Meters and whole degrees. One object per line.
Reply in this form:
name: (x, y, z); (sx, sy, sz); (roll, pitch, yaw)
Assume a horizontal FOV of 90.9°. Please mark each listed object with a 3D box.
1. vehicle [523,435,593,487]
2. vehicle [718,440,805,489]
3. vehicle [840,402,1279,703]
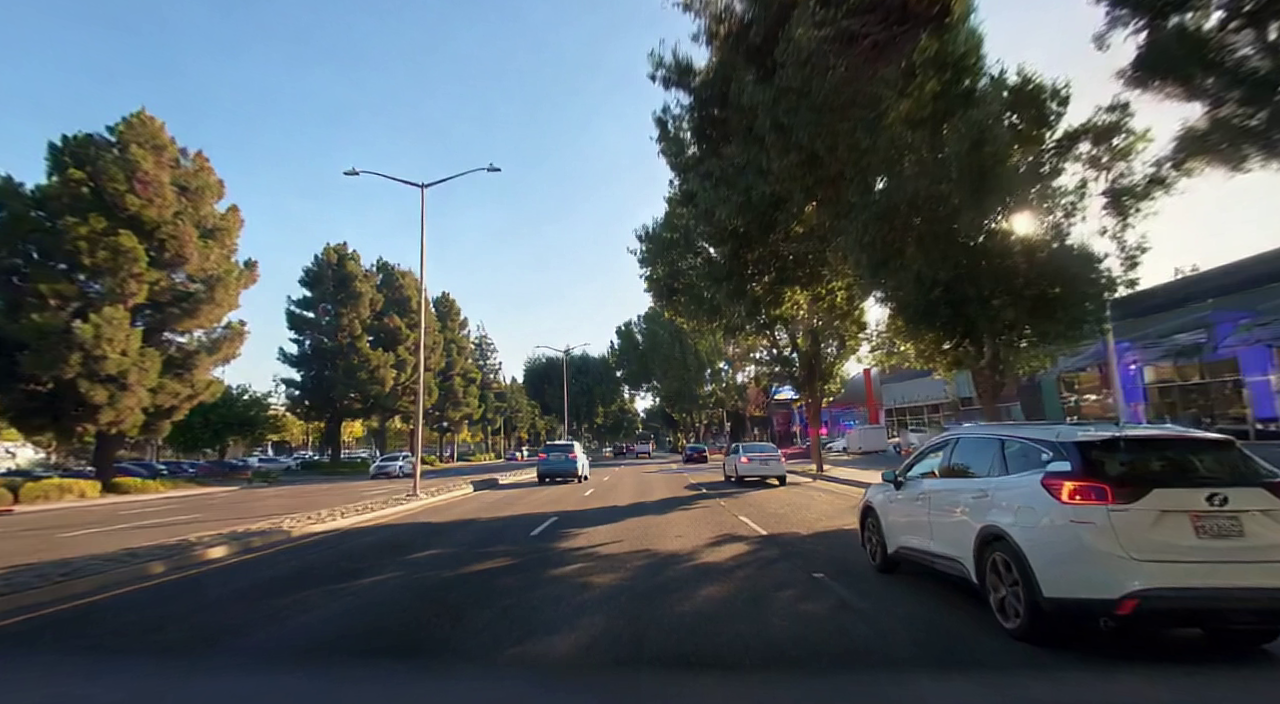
vehicle: (-2.979, 4.071, 23.861); (1.981, 1.731, 4.360); (0, -8, 1)
vehicle: (4.052, 3.848, 21.915); (2.036, 1.480, 4.659); (0, -8, -1)
vehicle: (3.472, 1.330, 5.356); (1.976, 1.491, 4.714); (0, -8, 0)
